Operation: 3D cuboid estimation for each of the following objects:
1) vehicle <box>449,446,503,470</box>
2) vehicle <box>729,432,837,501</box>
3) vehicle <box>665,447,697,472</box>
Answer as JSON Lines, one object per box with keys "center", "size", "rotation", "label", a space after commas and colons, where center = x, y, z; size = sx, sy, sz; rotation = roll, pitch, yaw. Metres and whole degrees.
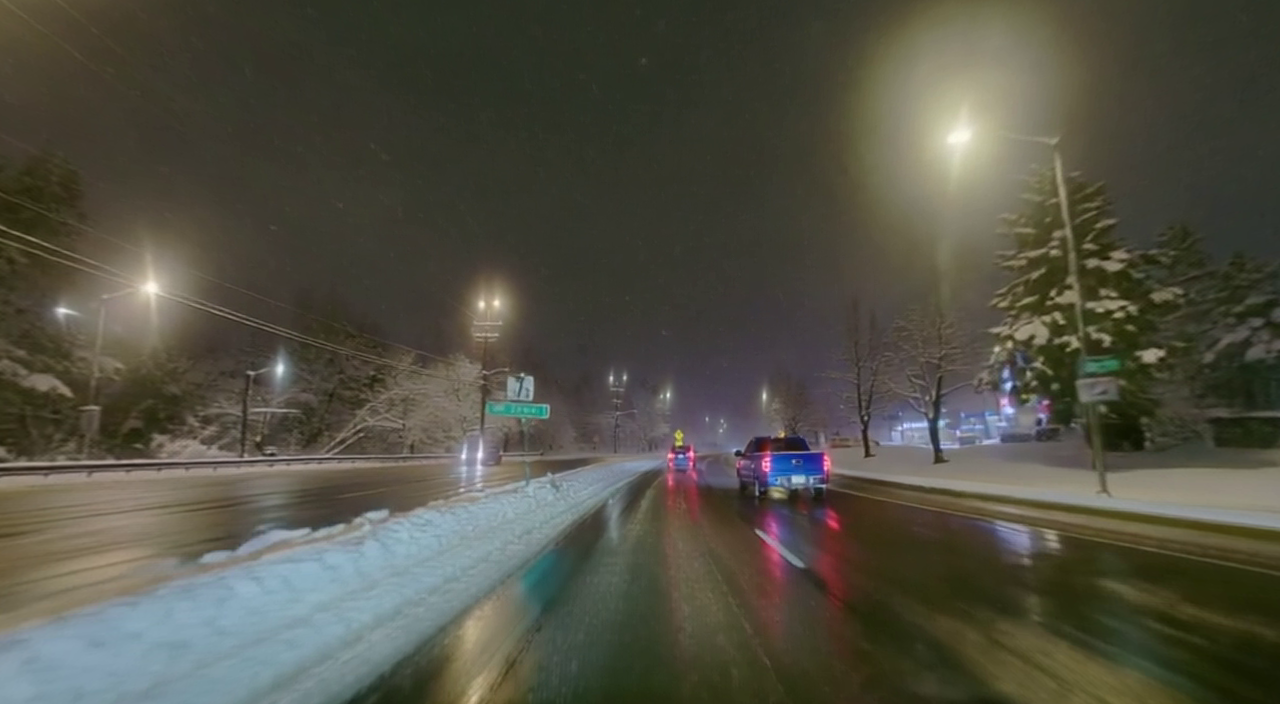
{"center": [-11.228, 7.298, 43.514], "size": [2.008, 1.553, 4.642], "rotation": [-1, -9, 6], "label": "vehicle"}
{"center": [4.451, 3.683, 20.690], "size": [2.367, 1.919, 5.651], "rotation": [0, -9, 2], "label": "vehicle"}
{"center": [2.708, 7.025, 41.221], "size": [1.968, 1.521, 4.262], "rotation": [0, -9, 5], "label": "vehicle"}
